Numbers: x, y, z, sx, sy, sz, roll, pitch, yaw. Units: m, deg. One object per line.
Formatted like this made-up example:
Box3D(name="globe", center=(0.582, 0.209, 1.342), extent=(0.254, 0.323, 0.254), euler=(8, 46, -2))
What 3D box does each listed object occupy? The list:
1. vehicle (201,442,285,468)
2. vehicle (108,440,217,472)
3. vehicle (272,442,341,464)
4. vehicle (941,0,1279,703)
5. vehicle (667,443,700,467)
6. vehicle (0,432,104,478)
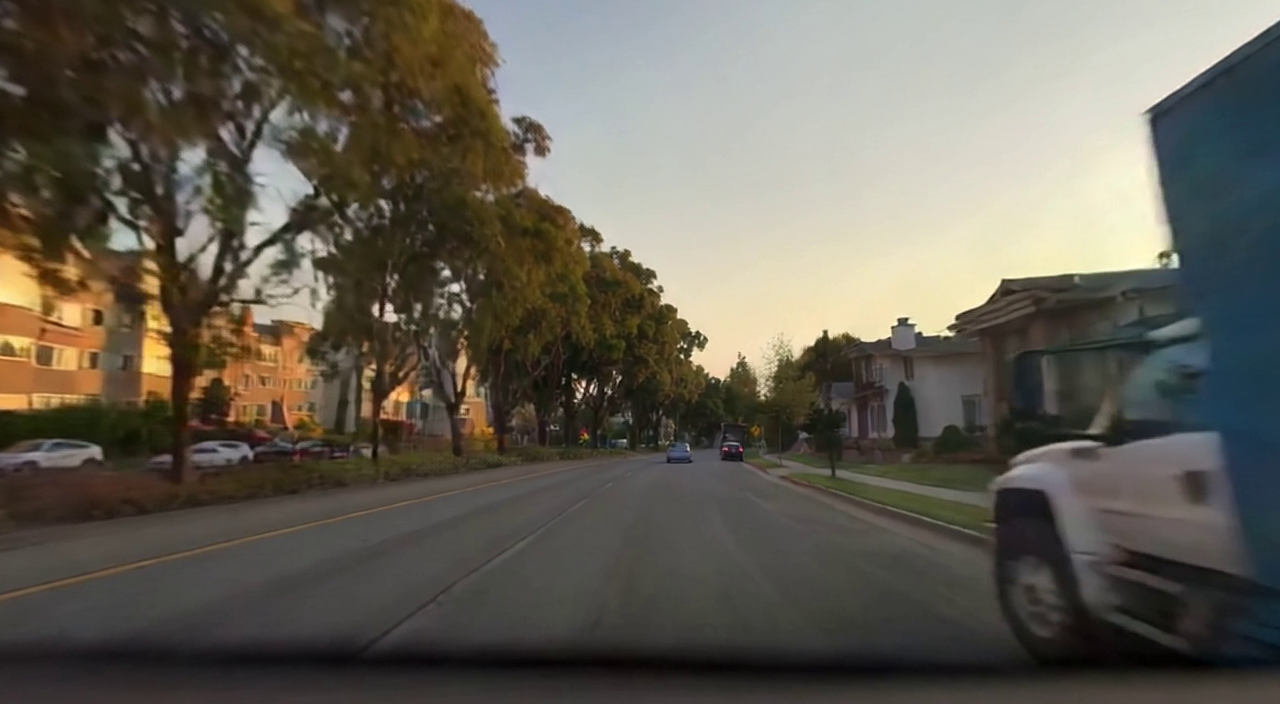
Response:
Box3D(name="vehicle", center=(-23.628, 6.145, 37.733), extent=(1.772, 1.447, 4.582), euler=(-1, -9, 5))
Box3D(name="vehicle", center=(-23.925, 5.218, 31.789), extent=(1.900, 1.489, 4.361), euler=(-1, -9, 3))
Box3D(name="vehicle", center=(-22.992, 6.965, 43.601), extent=(1.814, 1.484, 4.474), euler=(-1, -9, 9))
Box3D(name="vehicle", center=(3.879, -0.137, 0.796), extent=(2.945, 3.277, 8.473), euler=(0, -8, 1))
Box3D(name="vehicle", center=(2.587, 6.162, 37.838), extent=(1.871, 1.370, 4.206), euler=(-1, -8, 4))
Box3D(name="vehicle", center=(-24.521, 4.113, 25.279), extent=(2.008, 1.668, 4.379), euler=(0, -8, 3))
